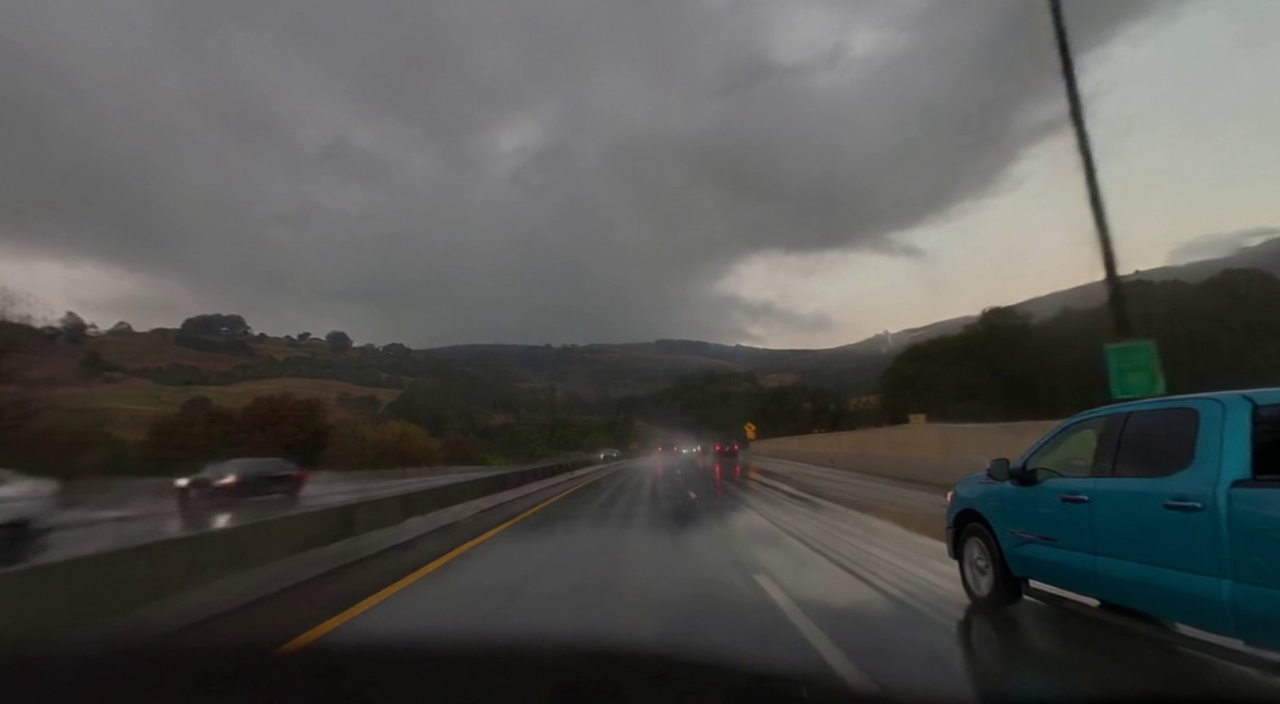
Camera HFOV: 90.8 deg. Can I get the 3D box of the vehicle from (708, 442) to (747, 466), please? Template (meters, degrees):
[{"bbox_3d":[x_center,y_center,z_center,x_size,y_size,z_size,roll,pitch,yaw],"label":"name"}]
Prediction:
[{"bbox_3d":[6.094,7.151,44.402,2.249,1.635,4.118,0,-9,2],"label":"vehicle"}]

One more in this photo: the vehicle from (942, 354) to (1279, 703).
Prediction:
[{"bbox_3d":[3.920,0.988,3.463,2.151,1.744,4.709,0,-9,0],"label":"vehicle"}]

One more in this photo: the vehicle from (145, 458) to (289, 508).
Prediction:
[{"bbox_3d":[-14.270,4.410,21.696,1.815,1.428,4.437,0,-9,1],"label":"vehicle"}]
